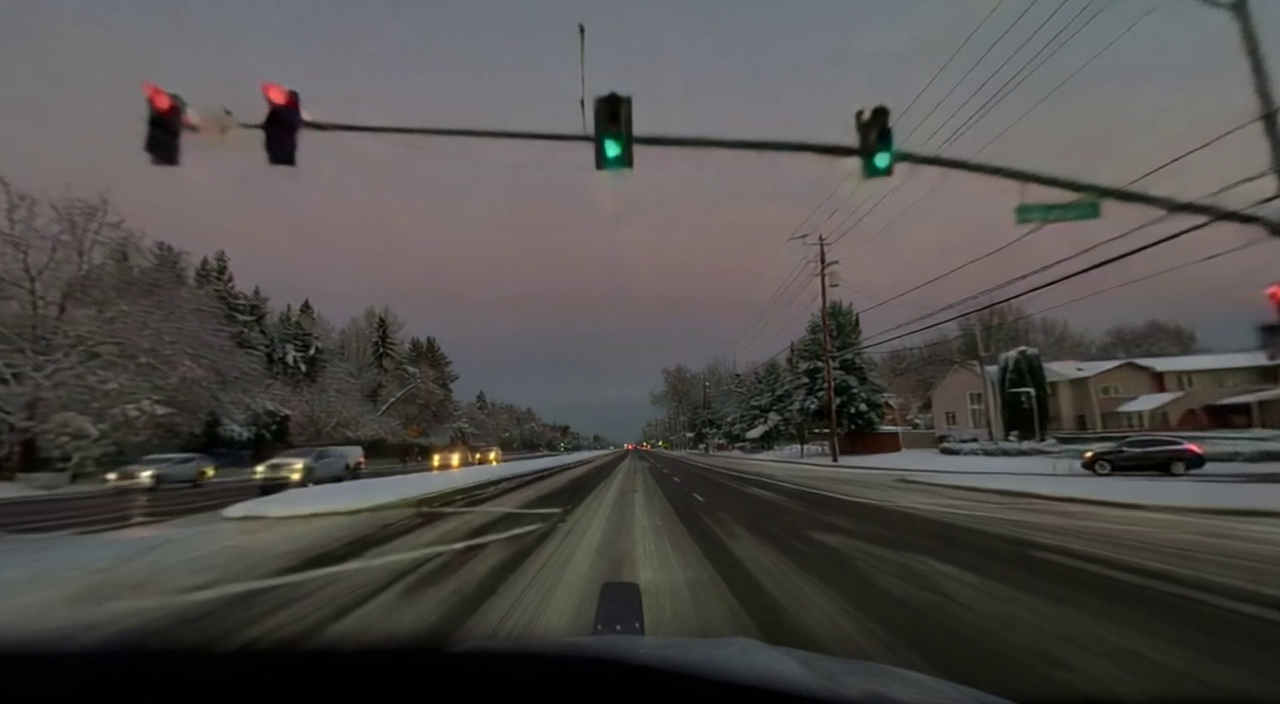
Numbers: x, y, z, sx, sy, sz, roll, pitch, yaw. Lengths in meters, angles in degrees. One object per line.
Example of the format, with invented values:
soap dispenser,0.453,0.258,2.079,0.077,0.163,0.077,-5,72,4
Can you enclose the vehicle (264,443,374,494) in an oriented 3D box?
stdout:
vehicle,-11.848,4.285,23.708,1.912,1.509,4.425,-4,-7,-1

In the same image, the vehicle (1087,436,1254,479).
vehicle,19.792,3.925,23.757,1.842,1.454,4.439,7,-11,-40

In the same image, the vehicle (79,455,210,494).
vehicle,-21.649,5.345,27.900,2.002,1.489,4.734,0,-9,-1
